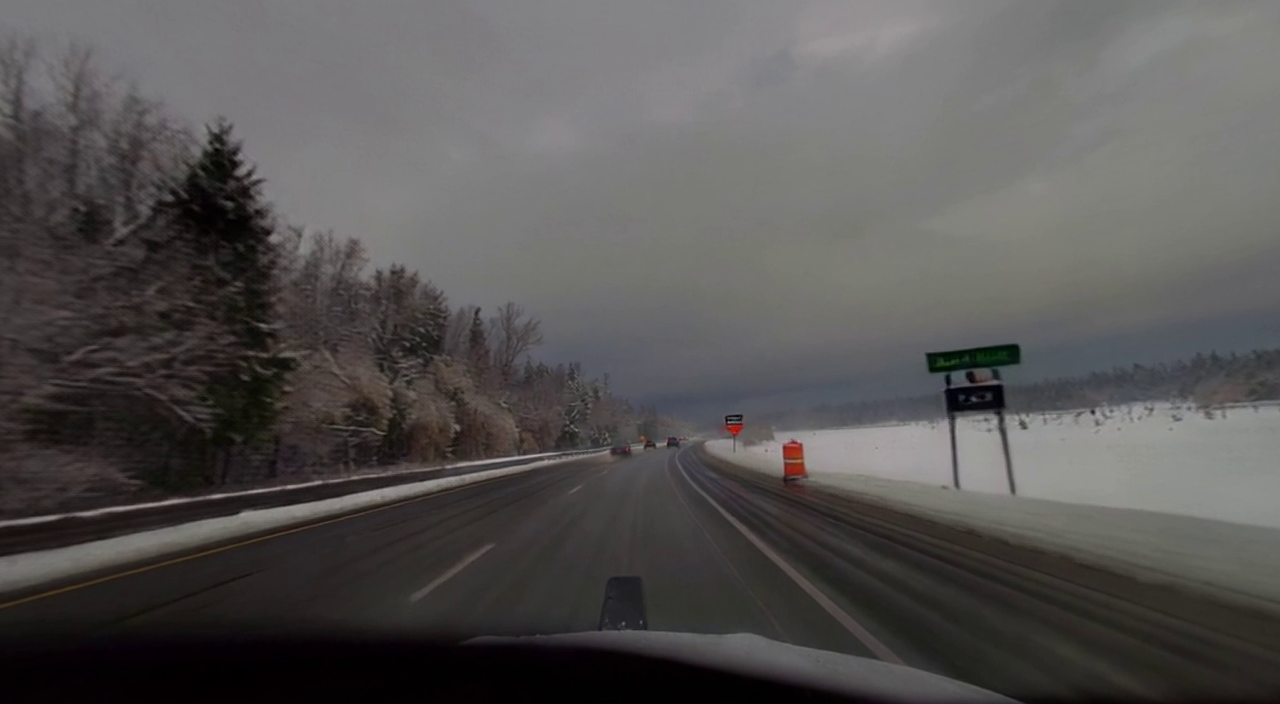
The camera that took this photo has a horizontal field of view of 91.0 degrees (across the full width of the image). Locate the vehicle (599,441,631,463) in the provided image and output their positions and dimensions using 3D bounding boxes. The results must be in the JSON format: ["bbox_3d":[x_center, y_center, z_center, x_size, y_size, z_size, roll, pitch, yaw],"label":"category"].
[{"bbox_3d":[-1.786,7.321,46.321,2.118,1.475,4.263,0,-8,1],"label":"vehicle"}]
